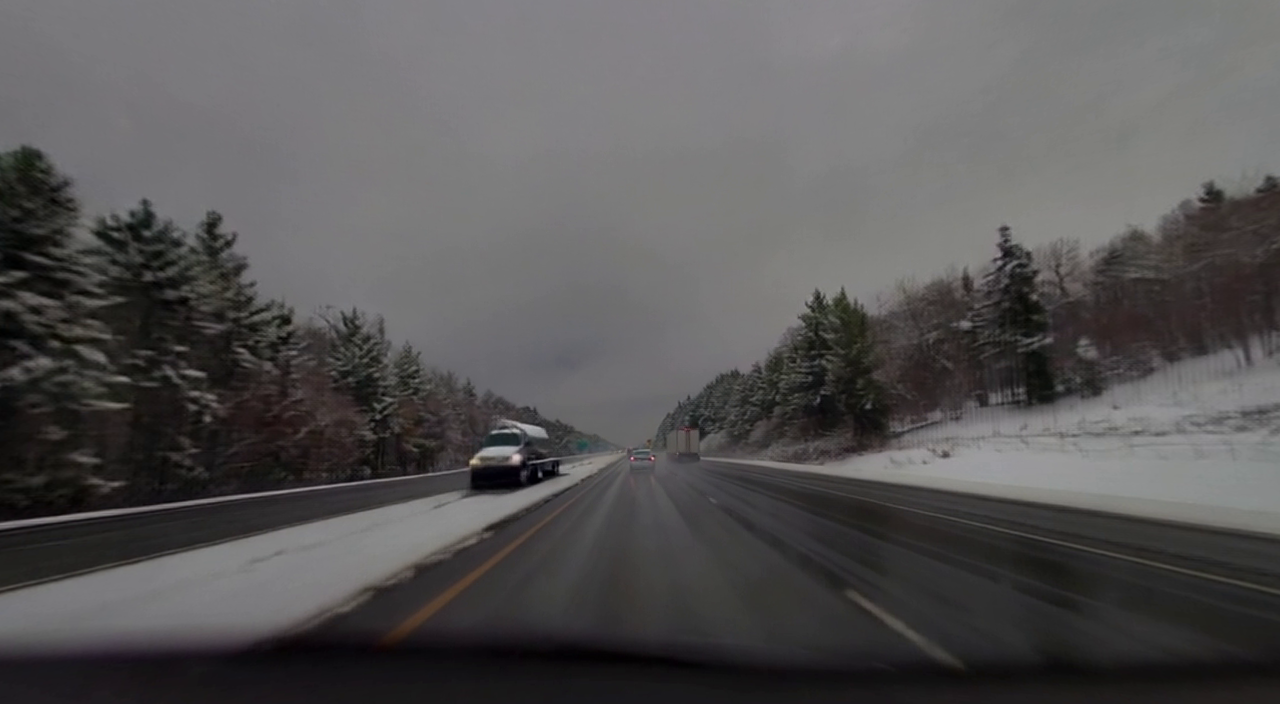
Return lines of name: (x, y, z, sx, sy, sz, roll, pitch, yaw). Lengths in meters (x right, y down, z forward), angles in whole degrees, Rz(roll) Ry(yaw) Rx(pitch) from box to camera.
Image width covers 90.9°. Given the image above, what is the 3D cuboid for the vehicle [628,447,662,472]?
vehicle: (0.277, 6.472, 38.032, 1.926, 1.386, 3.615, 0, -9, 0)
